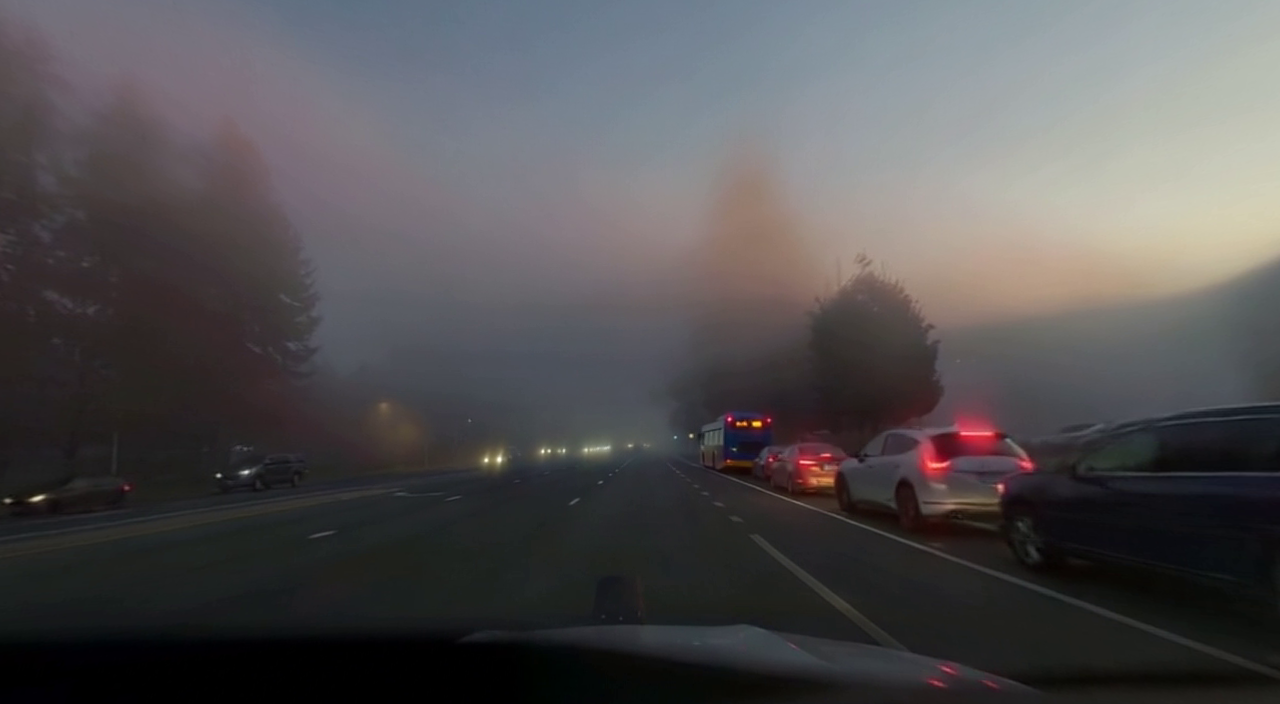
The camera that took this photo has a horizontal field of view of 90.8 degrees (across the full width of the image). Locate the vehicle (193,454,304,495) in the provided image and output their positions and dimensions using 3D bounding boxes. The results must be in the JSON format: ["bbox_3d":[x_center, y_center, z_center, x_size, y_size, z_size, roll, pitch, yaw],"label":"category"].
[{"bbox_3d":[-19.248,5.996,31.374,2.166,1.804,4.897,-1,-8,3],"label":"vehicle"}]

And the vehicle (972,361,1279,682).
[{"bbox_3d":[4.533,1.019,4.121,2.094,1.731,4.763,0,-8,0],"label":"vehicle"}]

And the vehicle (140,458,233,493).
[{"bbox_3d":[-28.894,7.860,40.368,4.426,1.782,2.056,-4,-8,1],"label":"vehicle"}]
